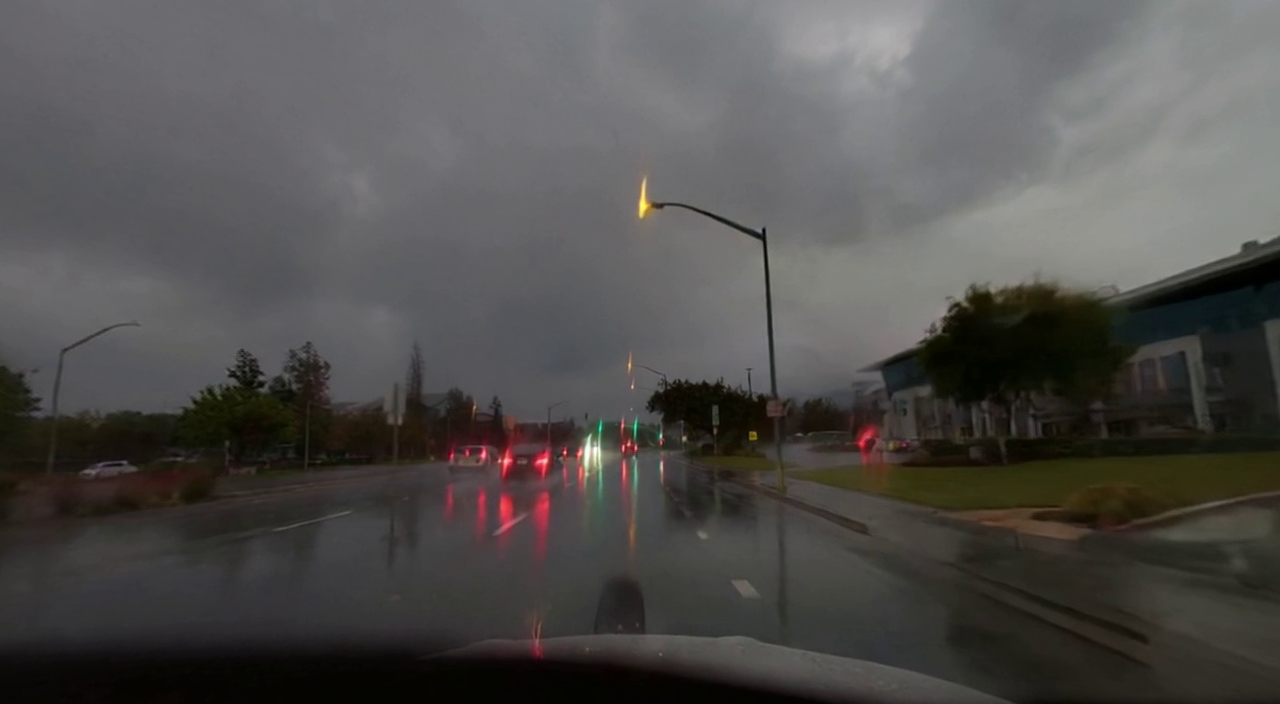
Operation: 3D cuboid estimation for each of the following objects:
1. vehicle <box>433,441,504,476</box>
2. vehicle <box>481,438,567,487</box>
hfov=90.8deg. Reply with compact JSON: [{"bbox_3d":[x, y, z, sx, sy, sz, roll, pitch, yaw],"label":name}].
[{"bbox_3d":[-7.902,4.971,29.677,1.976,1.497,4.709,0,-9,0],"label":"vehicle"},{"bbox_3d":[-3.792,3.708,21.545,2.011,1.483,4.596,0,-9,0],"label":"vehicle"}]
